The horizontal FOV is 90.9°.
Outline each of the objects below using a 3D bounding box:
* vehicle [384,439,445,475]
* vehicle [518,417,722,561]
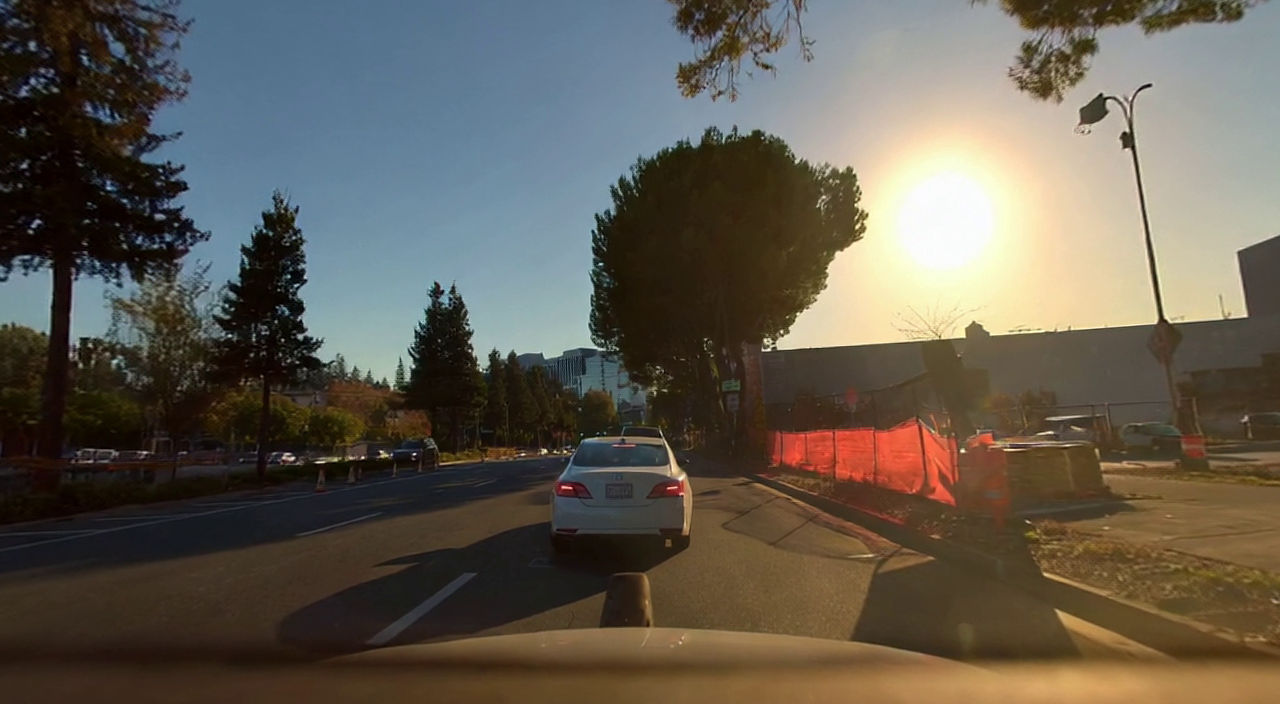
[{"bbox_3d":[-10.208,4.656,28.327,2.072,1.465,4.394,4,-9,-25],"label":"vehicle"},{"bbox_3d":[-0.215,1.725,8.649,2.112,1.482,4.076,0,-8,0],"label":"vehicle"}]
